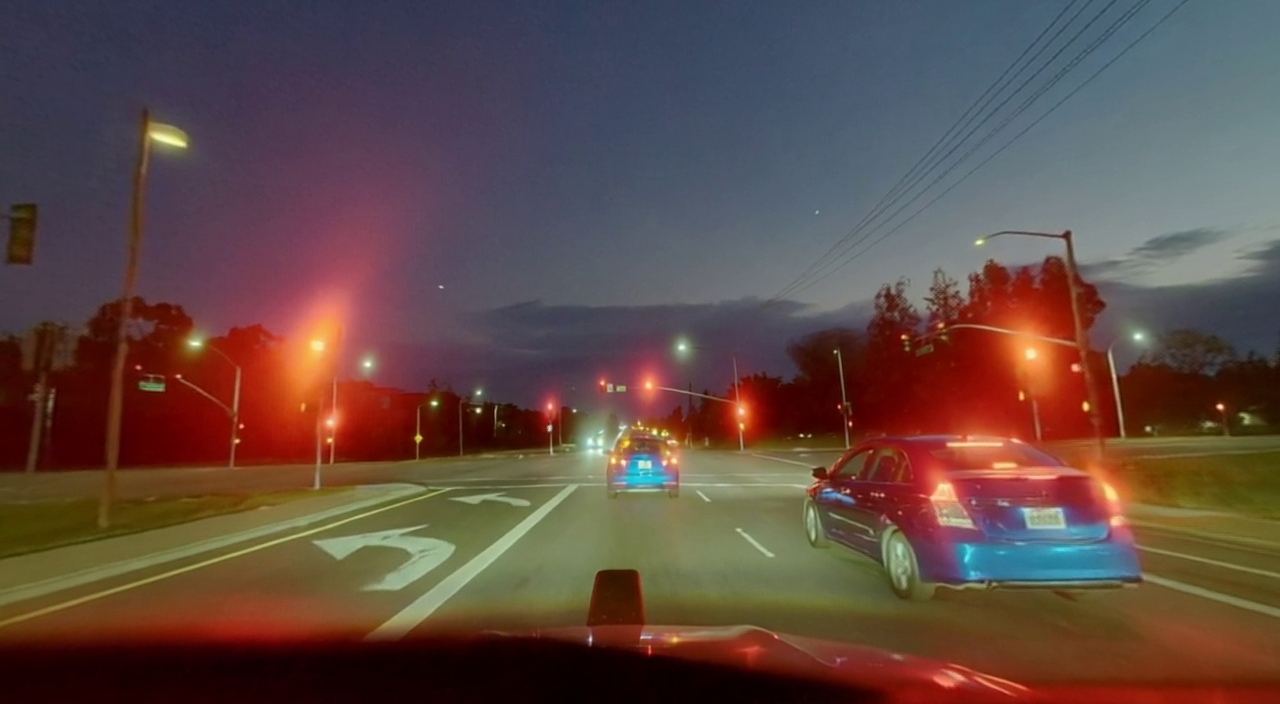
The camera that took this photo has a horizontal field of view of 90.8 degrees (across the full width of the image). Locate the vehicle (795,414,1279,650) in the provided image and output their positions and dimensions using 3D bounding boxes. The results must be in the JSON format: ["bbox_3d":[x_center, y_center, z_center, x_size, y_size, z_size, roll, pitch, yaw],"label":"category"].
[{"bbox_3d":[3.046,1.434,6.106,2.004,1.448,4.263,0,-8,0],"label":"vehicle"}]

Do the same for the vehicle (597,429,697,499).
[{"bbox_3d":[0.160,2.677,15.382,2.110,1.466,3.860,0,-8,0],"label":"vehicle"}]
